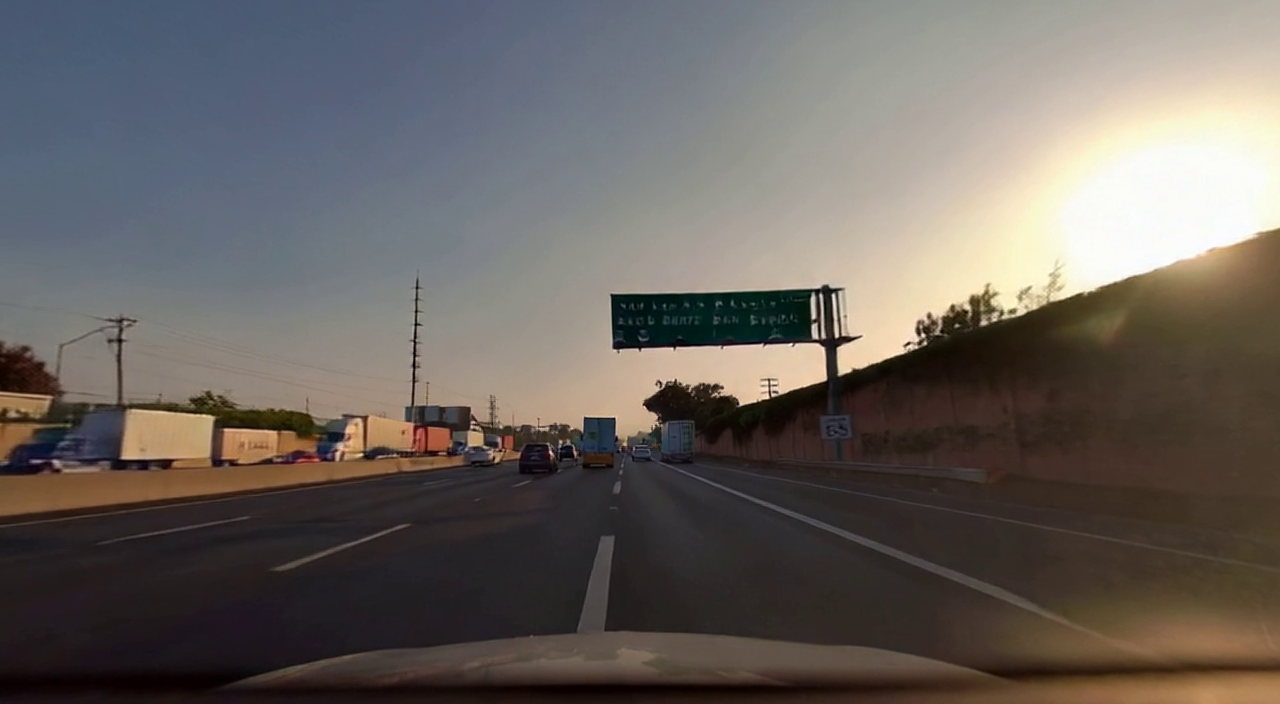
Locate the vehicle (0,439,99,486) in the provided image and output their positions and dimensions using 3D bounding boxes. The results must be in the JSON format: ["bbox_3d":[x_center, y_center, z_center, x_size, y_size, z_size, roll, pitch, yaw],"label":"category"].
[{"bbox_3d":[-26.079,4.543,26.189,2.212,1.805,5.949,0,-9,-1],"label":"vehicle"}]

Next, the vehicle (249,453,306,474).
[{"bbox_3d":[-26.745,8.213,46.804,1.926,1.418,3.924,0,-9,-1],"label":"vehicle"}]

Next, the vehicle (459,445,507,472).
[{"bbox_3d":[-10.700,7.260,43.430,2.129,1.717,4.593,0,-9,0],"label":"vehicle"}]

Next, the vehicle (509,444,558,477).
[{"bbox_3d":[-5.748,5.877,34.592,2.132,1.679,4.045,0,-9,-3],"label":"vehicle"}]

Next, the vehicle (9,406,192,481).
[{"bbox_3d":[-30.566,5.305,36.621,2.966,3.788,8.697,0,-9,-1],"label":"vehicle"}]

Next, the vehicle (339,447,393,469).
[{"bbox_3d":[-19.285,7.478,44.719,1.928,1.475,4.536,0,-9,-2],"label":"vehicle"}]
